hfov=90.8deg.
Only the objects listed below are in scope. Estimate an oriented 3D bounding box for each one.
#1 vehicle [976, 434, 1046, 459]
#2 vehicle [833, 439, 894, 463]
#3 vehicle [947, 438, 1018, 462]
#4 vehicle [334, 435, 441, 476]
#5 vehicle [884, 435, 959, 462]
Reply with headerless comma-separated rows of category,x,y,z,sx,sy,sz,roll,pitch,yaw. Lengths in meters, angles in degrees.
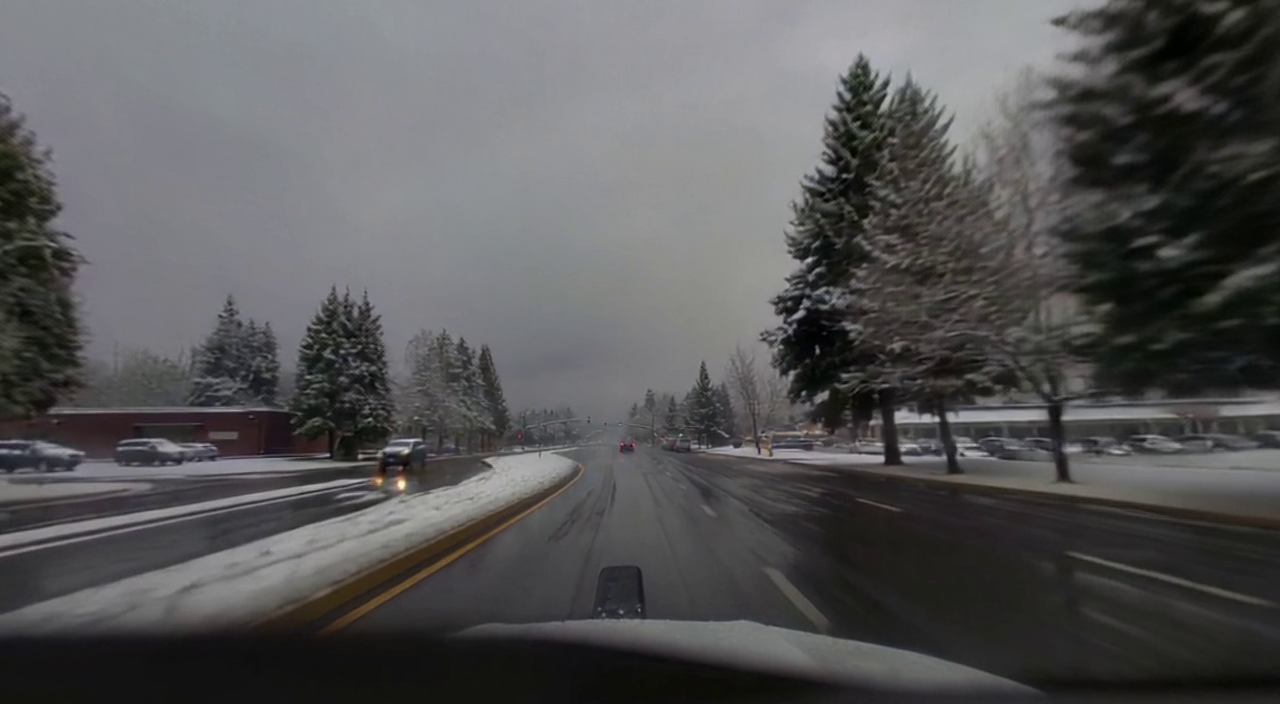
vehicle,28.694,7.338,49.044,1.916,1.741,4.936,4,-9,-9
vehicle,16.120,7.176,45.887,1.966,1.583,4.568,2,-9,-13
vehicle,24.334,6.981,45.068,1.988,1.617,4.524,2,-8,-11
vehicle,-11.691,4.821,29.289,4.497,1.774,1.958,-5,-10,23
vehicle,20.923,7.236,47.236,2.150,1.812,5.372,0,-8,-14
